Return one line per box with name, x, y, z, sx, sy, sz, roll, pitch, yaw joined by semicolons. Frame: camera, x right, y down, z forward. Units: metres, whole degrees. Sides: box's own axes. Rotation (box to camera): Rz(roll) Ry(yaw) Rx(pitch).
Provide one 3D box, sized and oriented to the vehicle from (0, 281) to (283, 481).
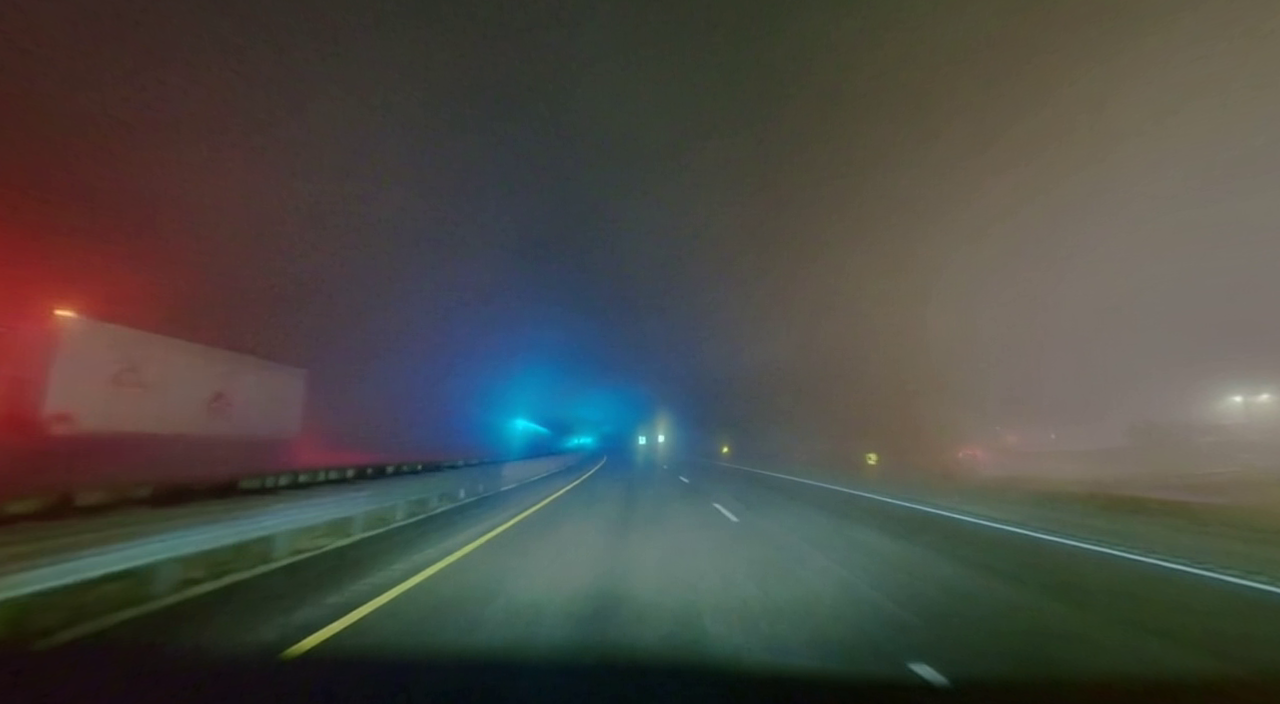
vehicle;-16.260;1.374;19.076;3.039;4.546;13.279;1;-9;-1
